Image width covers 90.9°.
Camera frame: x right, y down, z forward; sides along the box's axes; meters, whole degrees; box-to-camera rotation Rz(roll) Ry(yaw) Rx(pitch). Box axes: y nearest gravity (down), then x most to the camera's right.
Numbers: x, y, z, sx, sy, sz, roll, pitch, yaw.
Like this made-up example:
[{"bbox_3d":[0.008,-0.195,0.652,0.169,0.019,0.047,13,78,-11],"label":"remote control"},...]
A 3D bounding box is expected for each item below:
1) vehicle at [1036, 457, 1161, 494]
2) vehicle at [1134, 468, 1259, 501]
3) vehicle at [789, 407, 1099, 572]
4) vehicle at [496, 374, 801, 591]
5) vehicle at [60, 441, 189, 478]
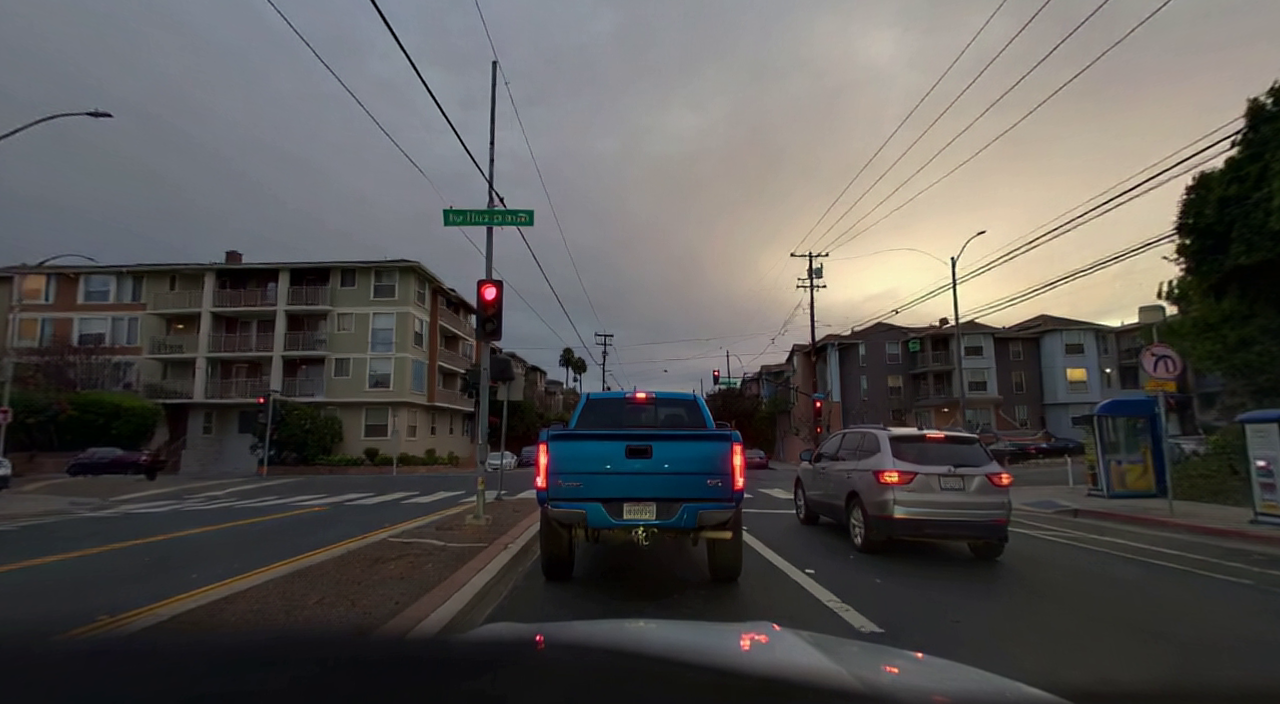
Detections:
[{"bbox_3d":[21.844,5.876,30.159,4.498,1.618,1.843,0,-8,0],"label":"vehicle"},{"bbox_3d":[26.373,6.279,29.980,4.071,1.388,1.884,0,-8,1],"label":"vehicle"},{"bbox_3d":[3.845,1.837,9.236,2.131,1.759,4.762,0,-8,0],"label":"vehicle"},{"bbox_3d":[0.109,1.550,8.304,2.738,1.959,5.070,0,-8,1],"label":"vehicle"},{"bbox_3d":[-24.852,5.163,30.477,4.563,1.692,1.778,0,-8,-1],"label":"vehicle"}]
